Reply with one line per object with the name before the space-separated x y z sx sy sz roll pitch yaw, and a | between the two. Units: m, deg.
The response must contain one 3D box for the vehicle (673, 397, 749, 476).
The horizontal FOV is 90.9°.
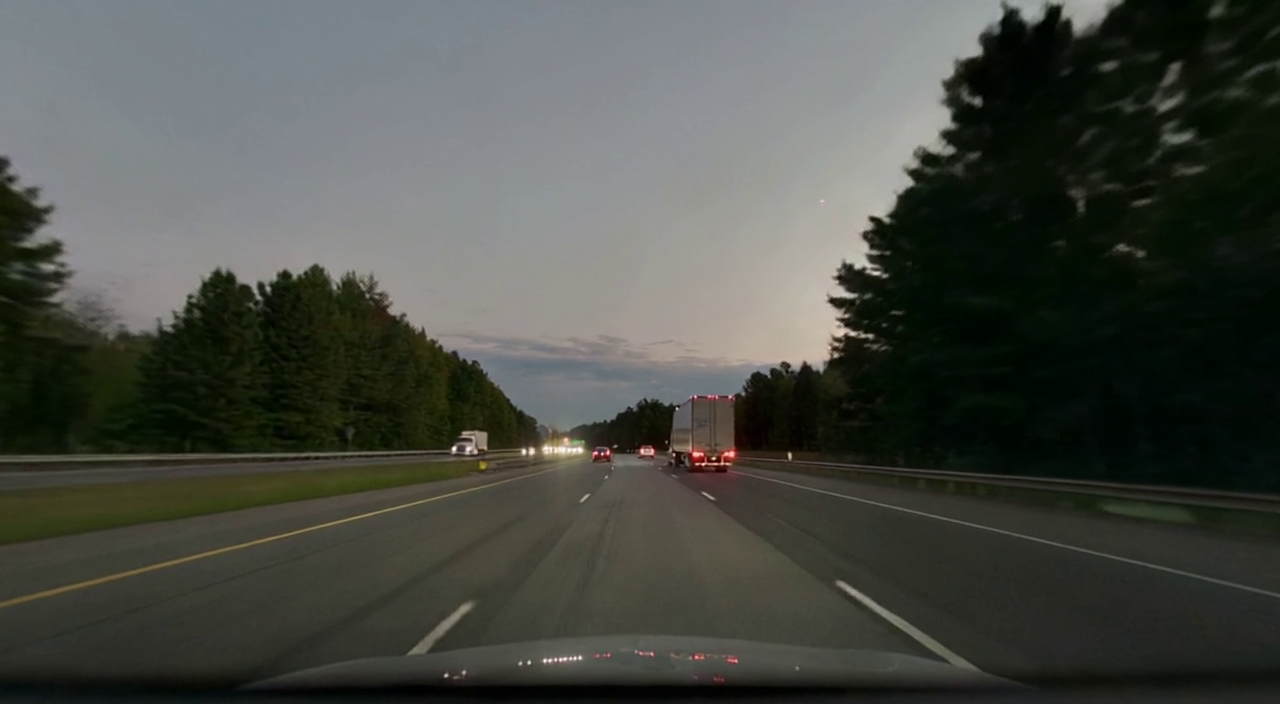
vehicle | 3.991 5.353 38.920 2.950 4.033 13.276 0 -9 -1
